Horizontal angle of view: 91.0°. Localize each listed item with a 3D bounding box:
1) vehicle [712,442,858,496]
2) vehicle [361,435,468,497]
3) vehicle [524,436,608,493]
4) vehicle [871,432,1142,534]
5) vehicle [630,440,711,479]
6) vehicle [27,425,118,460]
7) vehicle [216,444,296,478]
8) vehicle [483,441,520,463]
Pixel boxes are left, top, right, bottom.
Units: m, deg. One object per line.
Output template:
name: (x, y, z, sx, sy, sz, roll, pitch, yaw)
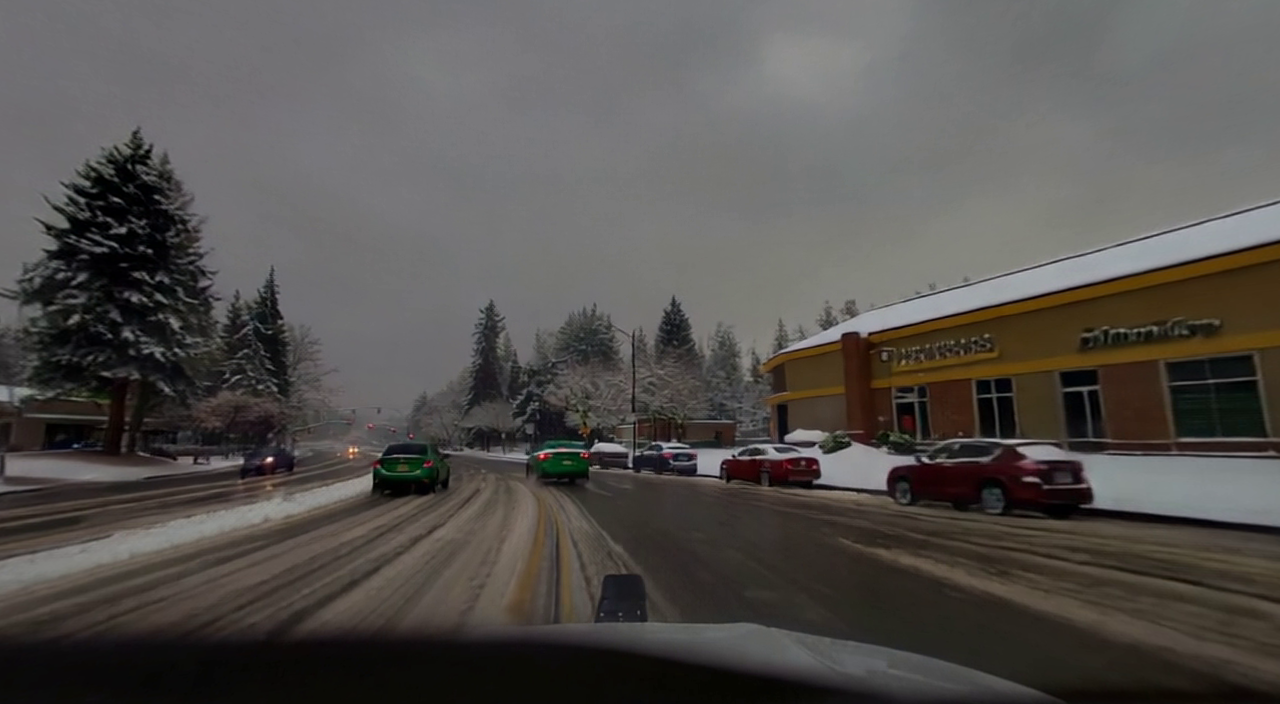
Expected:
vehicle: (4.329, 3.572, 19.791, 2.038, 1.446, 4.896, 3, -9, -21)
vehicle: (-6.110, 3.116, 17.711, 2.105, 1.477, 4.857, 2, -9, -11)
vehicle: (-2.350, 3.321, 19.029, 2.001, 1.483, 4.442, 2, -9, -13)
vehicle: (6.614, 2.353, 12.001, 1.952, 1.547, 4.091, 3, -9, -19)
vehicle: (1.218, 4.634, 27.414, 1.905, 1.537, 4.276, 3, -9, -21)
vehicle: (-40.519, 6.519, 45.167, 2.430, 2.266, 6.029, 5, -10, -18)
vehicle: (-17.901, 5.064, 29.577, 2.000, 1.477, 4.346, 2, -9, -15)
vehicle: (-9.568, 6.858, 43.239, 1.920, 1.416, 4.310, 3, -9, -20)
